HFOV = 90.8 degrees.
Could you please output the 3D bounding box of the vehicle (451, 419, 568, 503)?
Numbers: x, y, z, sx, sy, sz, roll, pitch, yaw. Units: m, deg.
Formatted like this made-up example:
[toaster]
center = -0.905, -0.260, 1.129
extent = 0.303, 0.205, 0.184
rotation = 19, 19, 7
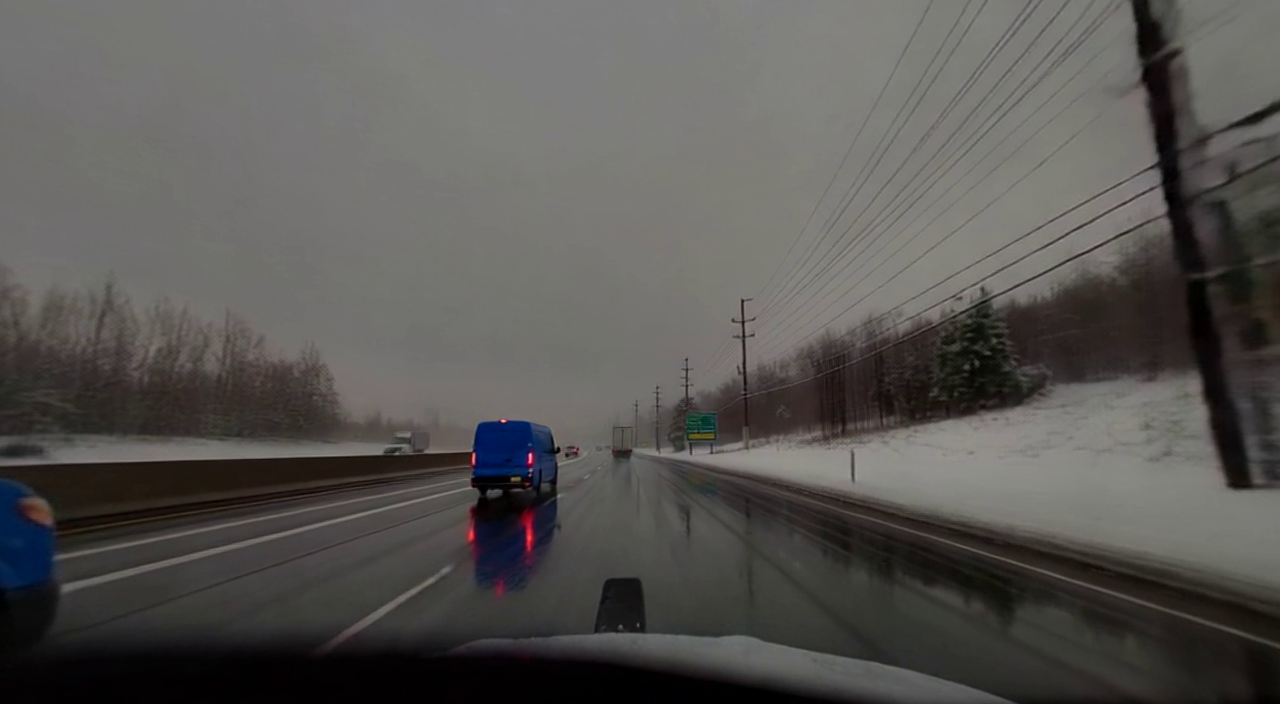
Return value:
[vehicle]
center = -3.448, 3.041, 17.864
extent = 2.197, 2.011, 5.130
rotation = 0, -9, 0
